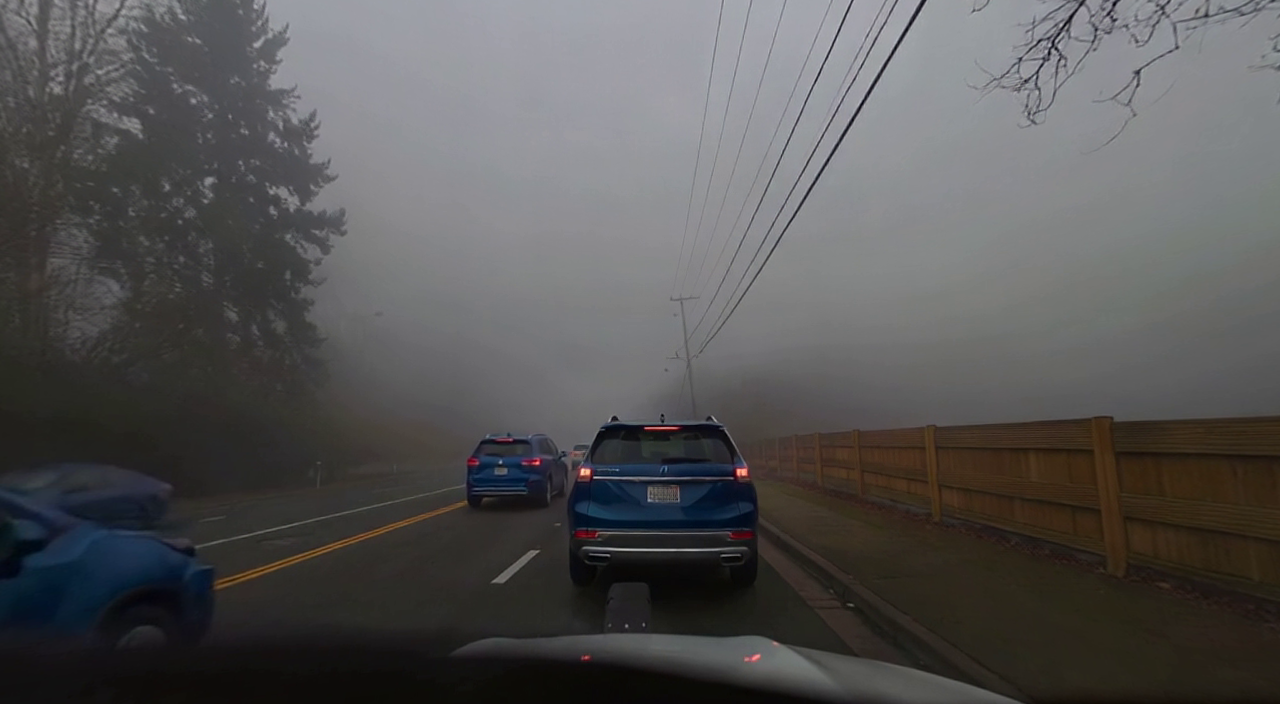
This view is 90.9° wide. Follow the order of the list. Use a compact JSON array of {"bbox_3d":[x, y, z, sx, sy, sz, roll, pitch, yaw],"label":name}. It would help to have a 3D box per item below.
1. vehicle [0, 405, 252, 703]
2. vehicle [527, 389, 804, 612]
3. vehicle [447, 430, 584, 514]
[{"bbox_3d":[-3.195,0.828,1.439,1.979,1.489,4.006,0,-9,1],"label":"vehicle"},{"bbox_3d":[0.199,1.482,7.115,2.174,1.749,4.113,0,-9,0],"label":"vehicle"},{"bbox_3d":[-2.693,2.744,14.952,2.176,1.653,4.666,0,-9,2],"label":"vehicle"}]
